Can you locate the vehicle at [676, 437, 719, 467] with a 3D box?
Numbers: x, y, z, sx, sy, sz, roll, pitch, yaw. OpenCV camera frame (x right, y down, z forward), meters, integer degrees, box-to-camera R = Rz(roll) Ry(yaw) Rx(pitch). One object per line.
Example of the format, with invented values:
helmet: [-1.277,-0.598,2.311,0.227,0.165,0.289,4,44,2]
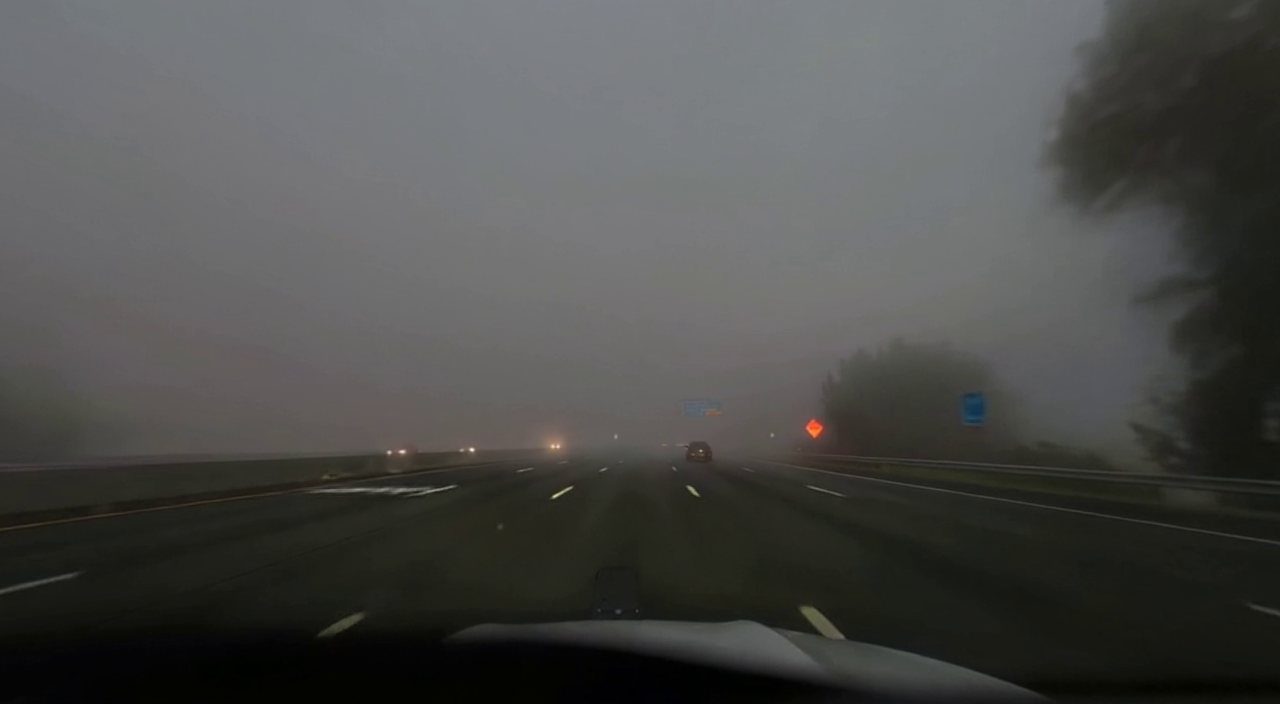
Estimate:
vehicle: [3.527,6.210,39.407,2.224,1.738,4.376,0,-9,0]
